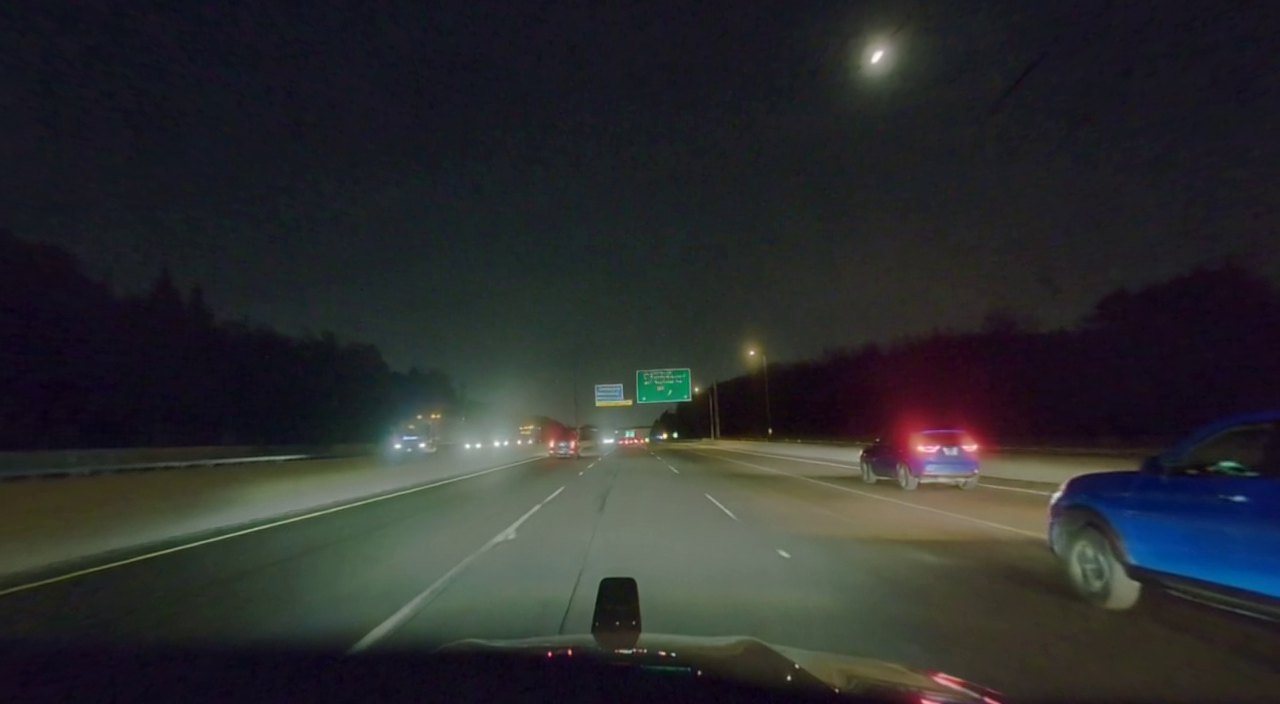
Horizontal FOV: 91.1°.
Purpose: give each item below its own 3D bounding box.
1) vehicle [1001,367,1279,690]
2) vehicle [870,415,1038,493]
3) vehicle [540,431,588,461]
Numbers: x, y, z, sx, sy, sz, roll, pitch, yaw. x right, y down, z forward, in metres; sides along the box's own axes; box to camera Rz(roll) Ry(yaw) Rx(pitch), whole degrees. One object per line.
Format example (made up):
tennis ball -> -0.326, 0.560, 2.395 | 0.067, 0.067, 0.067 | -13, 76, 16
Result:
vehicle -> 4.148, 0.896, 3.299 | 2.011, 1.576, 4.060 | 0, -8, -1
vehicle -> 7.324, 2.402, 15.211 | 1.956, 1.634, 3.935 | 0, -8, -1
vehicle -> -3.928, 4.903, 33.175 | 2.032, 1.465, 4.316 | 0, -8, -1
